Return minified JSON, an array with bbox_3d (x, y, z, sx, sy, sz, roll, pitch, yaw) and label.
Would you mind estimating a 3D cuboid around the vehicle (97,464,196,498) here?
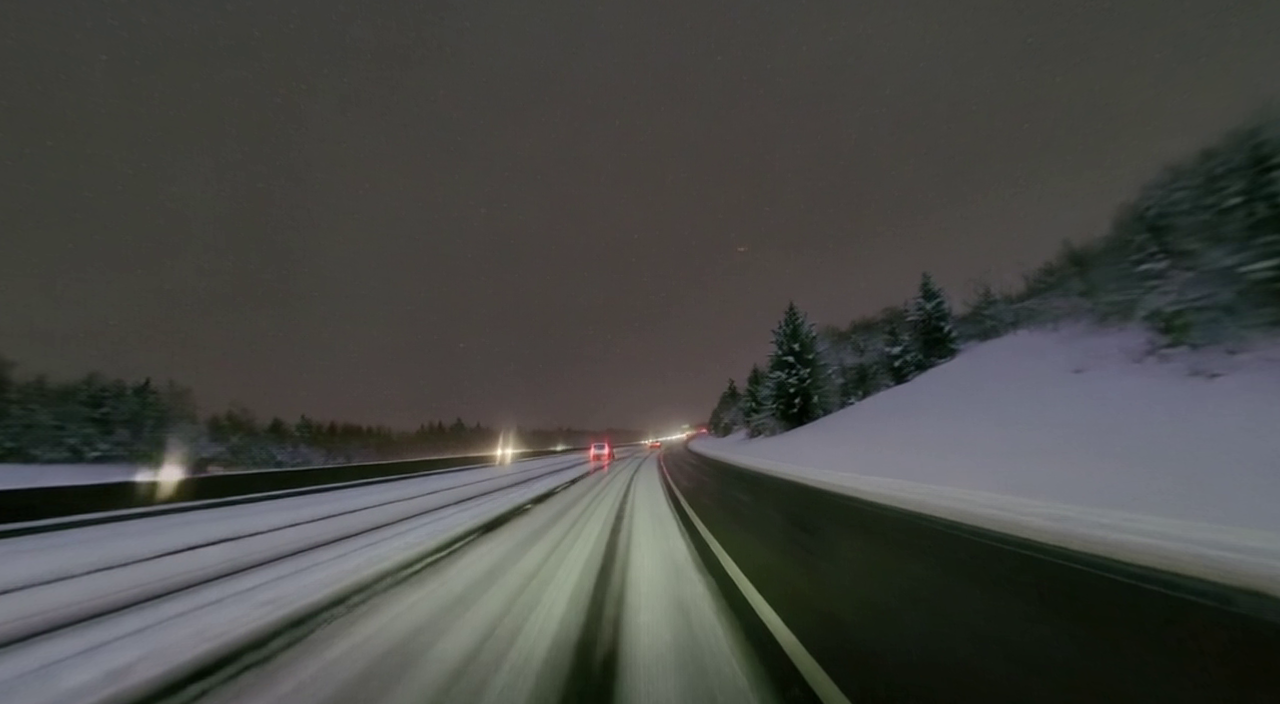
[{"bbox_3d":[-24.592,6.411,31.409,1.756,1.475,3.880,0,-9,1],"label":"vehicle"}]
